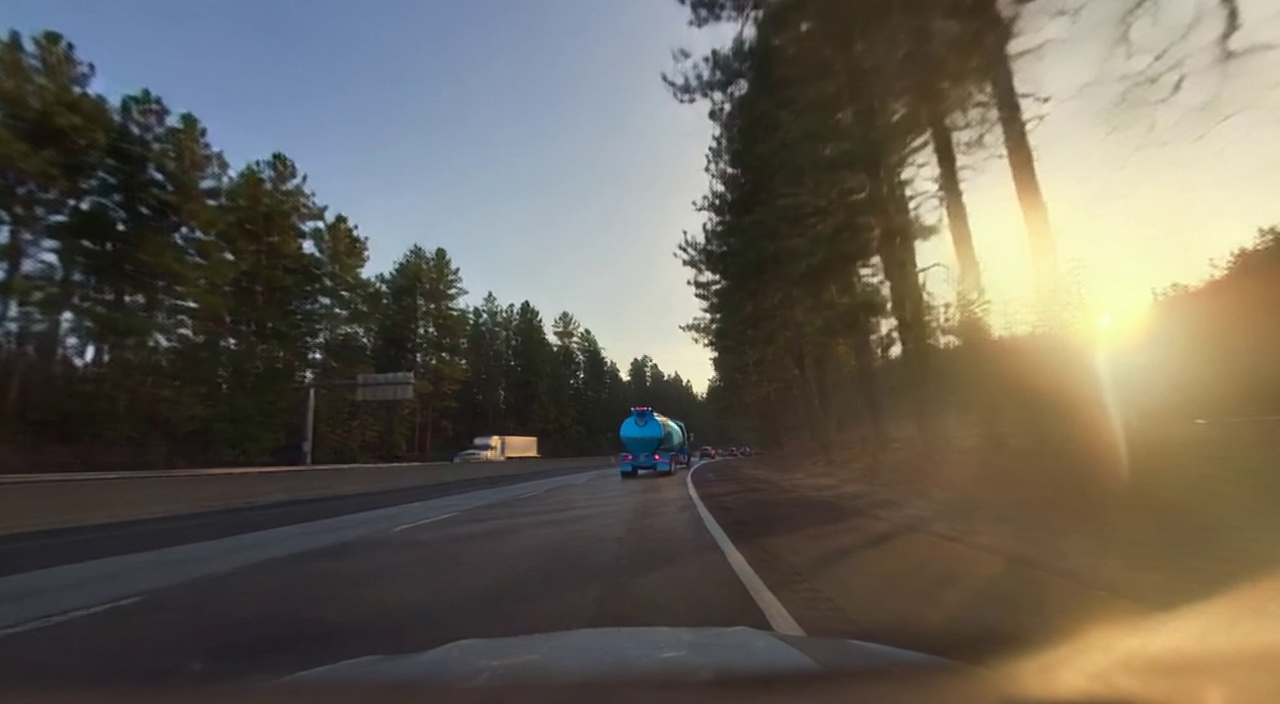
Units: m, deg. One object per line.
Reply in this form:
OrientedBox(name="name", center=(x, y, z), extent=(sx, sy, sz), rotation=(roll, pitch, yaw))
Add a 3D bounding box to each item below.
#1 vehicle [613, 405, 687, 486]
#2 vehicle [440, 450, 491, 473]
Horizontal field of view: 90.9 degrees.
OrientedBox(name="vehicle", center=(0.917, 5.293, 35.941), extent=(2.907, 3.747, 13.318), rotation=(-1, -8, 6))
OrientedBox(name="vehicle", center=(-12.522, 7.886, 45.540), extent=(1.877, 1.487, 4.396), rotation=(-2, -8, 8))
